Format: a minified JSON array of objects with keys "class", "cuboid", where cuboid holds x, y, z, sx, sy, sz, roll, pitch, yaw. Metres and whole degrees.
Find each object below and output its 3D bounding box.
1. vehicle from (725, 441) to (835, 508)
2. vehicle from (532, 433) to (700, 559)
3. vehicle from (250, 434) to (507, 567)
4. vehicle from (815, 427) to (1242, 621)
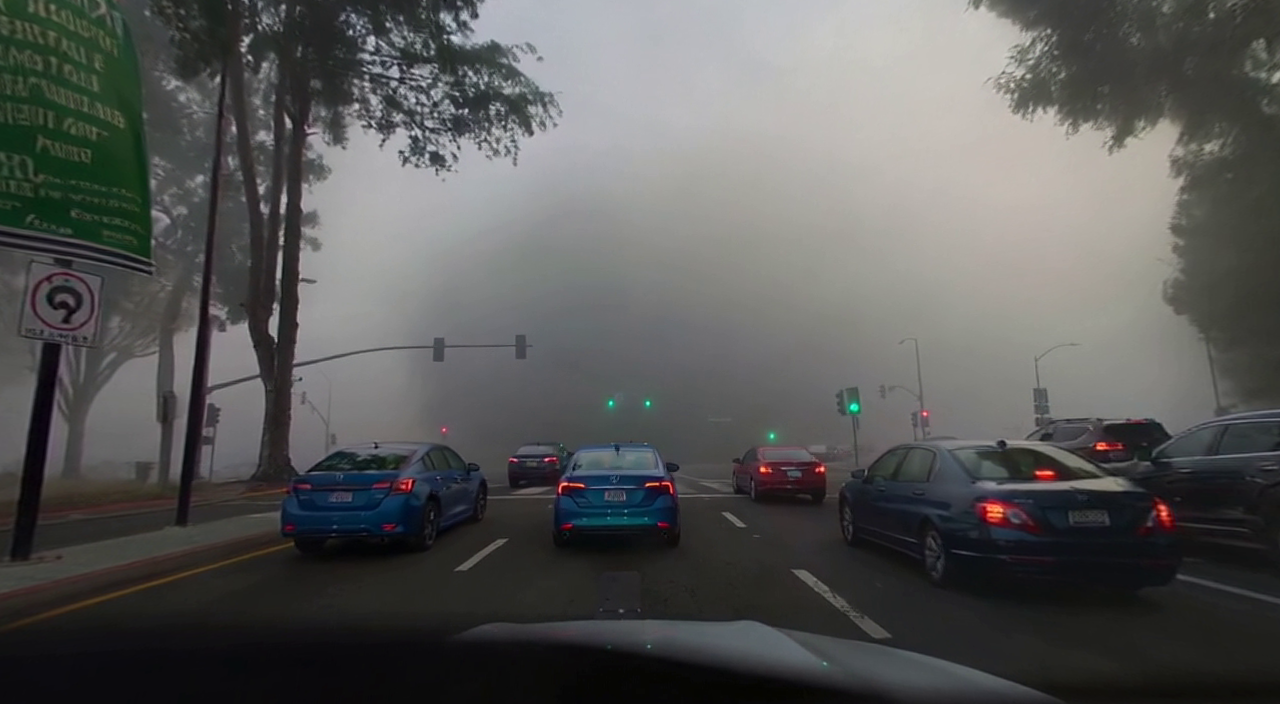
[{"class":"vehicle","cuboid":[3.423,3.049,16.215,1.852,1.498,3.825,0,-8,-1]},{"class":"vehicle","cuboid":[-0.303,1.985,9.400,1.994,1.479,3.647,0,-8,-1]},{"class":"vehicle","cuboid":[-3.360,1.966,9.167,1.929,1.457,4.136,0,-8,0]},{"class":"vehicle","cuboid":[3.617,1.657,7.151,1.953,1.471,4.470,0,-8,0]}]
